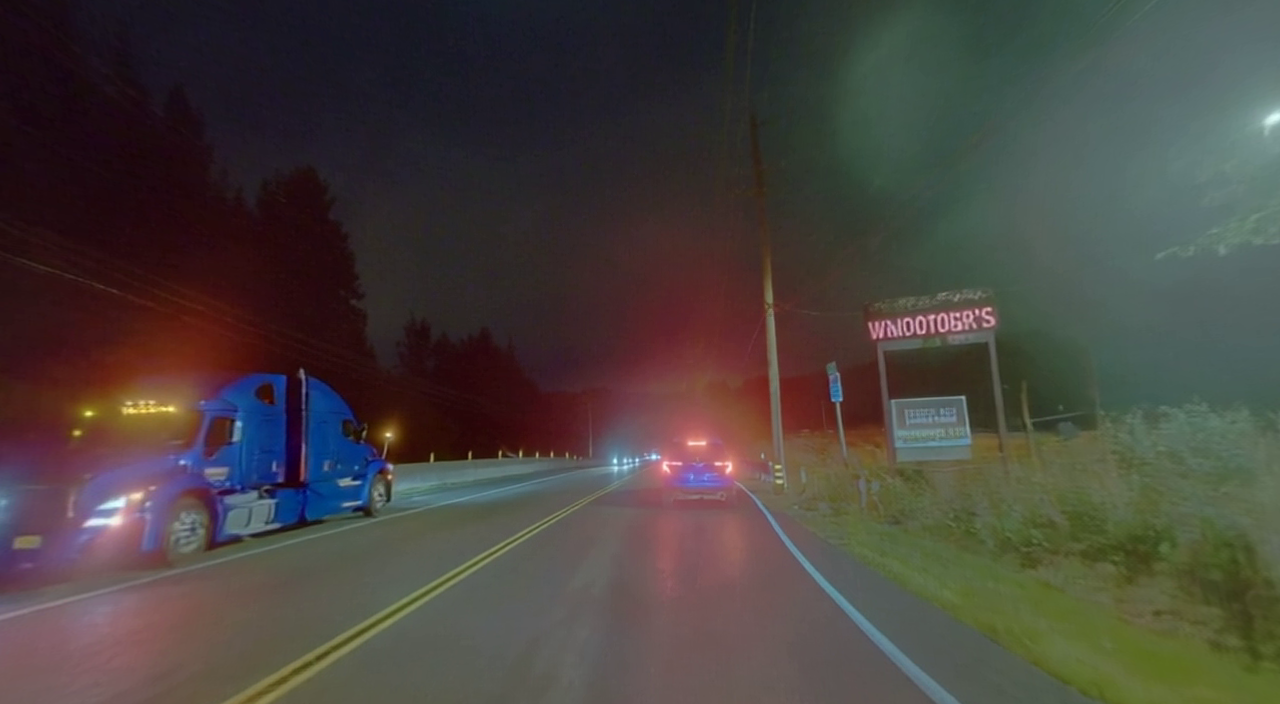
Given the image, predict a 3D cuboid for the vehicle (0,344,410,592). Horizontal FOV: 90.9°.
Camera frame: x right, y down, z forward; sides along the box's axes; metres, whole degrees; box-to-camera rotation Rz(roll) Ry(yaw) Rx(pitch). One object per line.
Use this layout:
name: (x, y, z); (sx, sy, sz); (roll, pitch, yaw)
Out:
vehicle: (-8.087, 1.943, 12.132); (3.395, 3.071, 7.634); (-7, -6, 8)

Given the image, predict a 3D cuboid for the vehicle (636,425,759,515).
vehicle: (1.074, 2.277, 12.616); (2.081, 1.503, 3.726); (-1, -8, 3)
